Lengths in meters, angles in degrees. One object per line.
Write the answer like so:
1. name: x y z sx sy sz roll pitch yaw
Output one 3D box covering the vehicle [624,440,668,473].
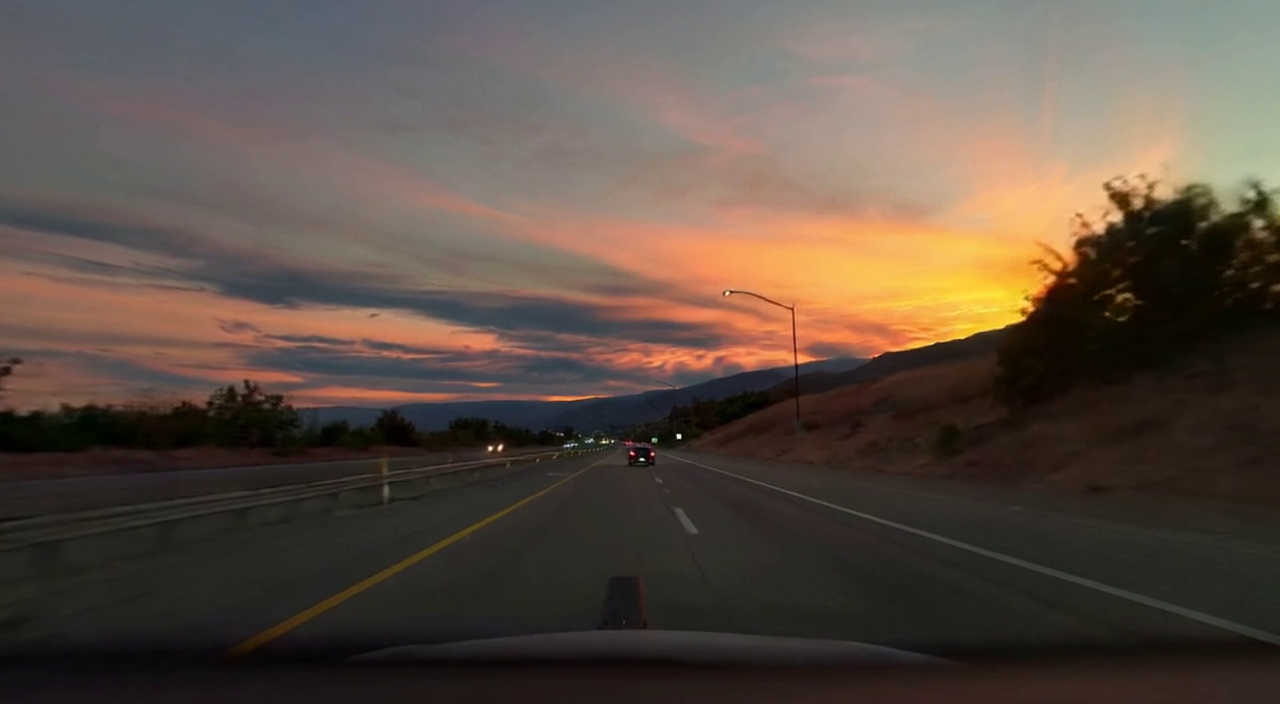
1. vehicle: 0.223 5.160 31.345 1.991 1.475 4.302 0 -8 -2
